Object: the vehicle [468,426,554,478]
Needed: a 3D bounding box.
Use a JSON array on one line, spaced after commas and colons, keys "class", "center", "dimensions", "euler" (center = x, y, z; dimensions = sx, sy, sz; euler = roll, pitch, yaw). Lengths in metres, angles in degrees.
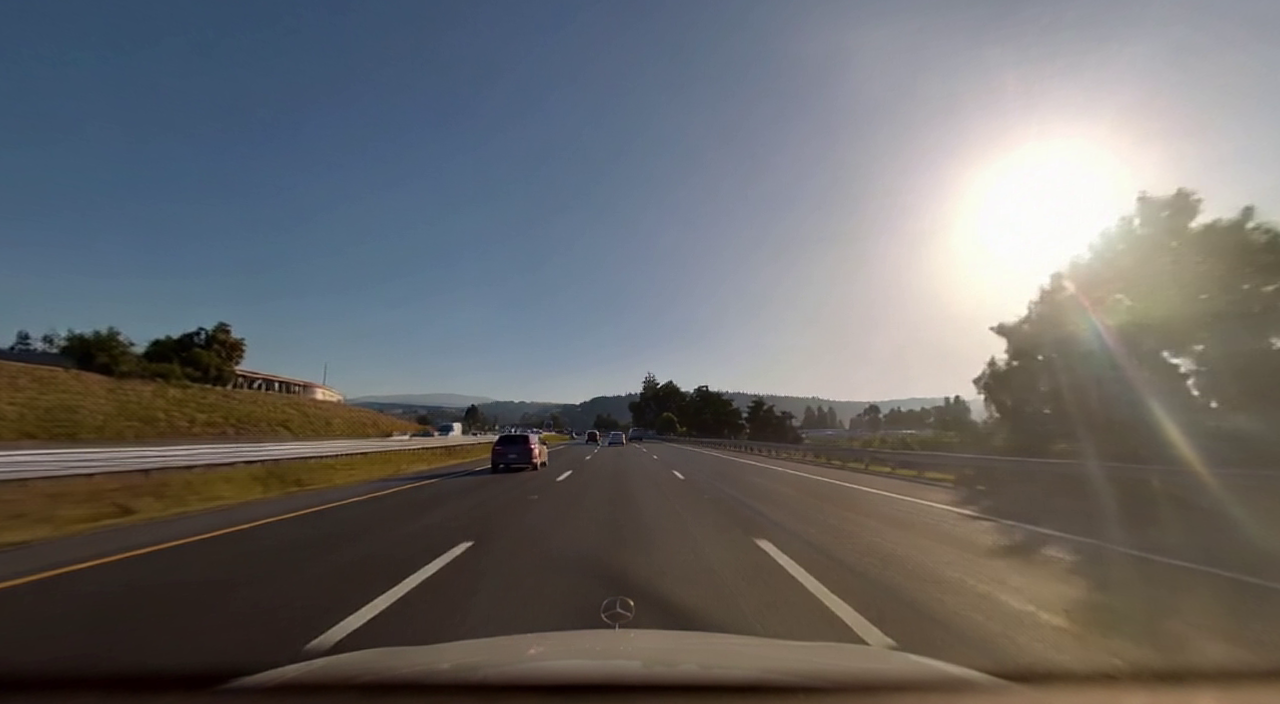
[{"class": "vehicle", "center": [-4.256, 3.369, 21.547], "dimensions": [2.062, 1.591, 4.156], "euler": [0, -8, 0]}]
